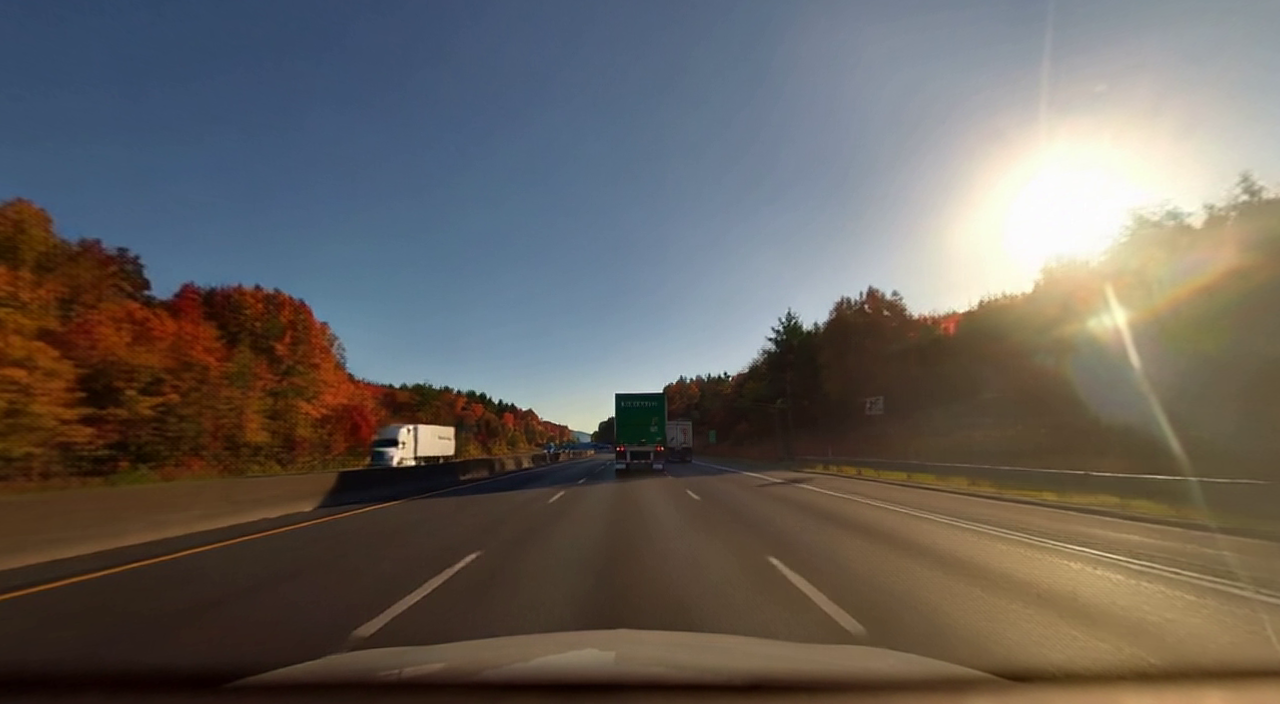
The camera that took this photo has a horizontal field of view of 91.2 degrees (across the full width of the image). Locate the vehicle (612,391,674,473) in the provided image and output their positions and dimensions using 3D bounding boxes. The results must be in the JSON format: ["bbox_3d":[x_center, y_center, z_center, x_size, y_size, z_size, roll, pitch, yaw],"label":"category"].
[{"bbox_3d":[0.109,4.786,36.750,3.057,4.073,10.792,0,-9,0],"label":"vehicle"}]
